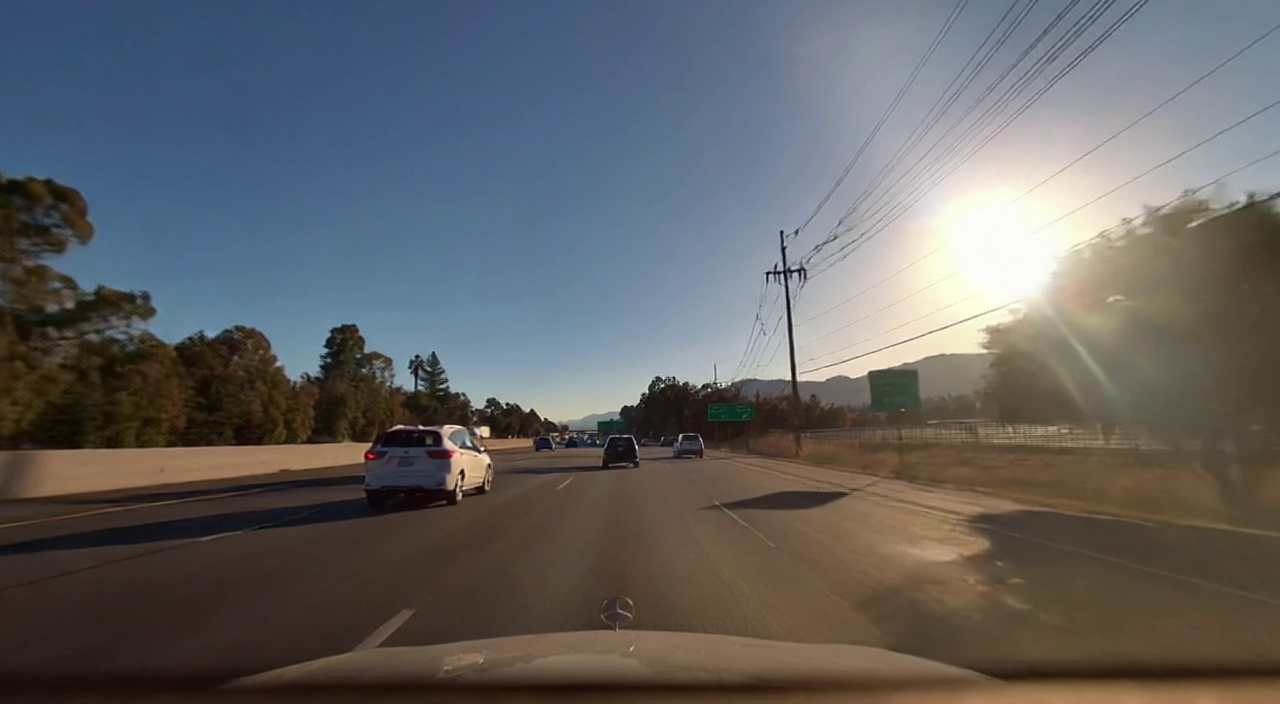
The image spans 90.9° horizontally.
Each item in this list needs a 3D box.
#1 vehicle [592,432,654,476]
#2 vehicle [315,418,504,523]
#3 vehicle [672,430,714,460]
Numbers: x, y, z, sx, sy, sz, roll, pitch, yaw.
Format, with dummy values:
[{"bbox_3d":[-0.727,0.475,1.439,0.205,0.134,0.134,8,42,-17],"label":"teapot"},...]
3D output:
[{"bbox_3d":[-0.602,3.676,23.079,2.086,1.488,3.440,0,-7,-1],"label":"vehicle"},{"bbox_3d":[-4.063,2.141,12.087,1.901,1.601,4.610,0,-7,-1],"label":"vehicle"},{"bbox_3d":[3.134,5.569,38.073,1.950,1.695,4.446,0,-8,-2],"label":"vehicle"}]
